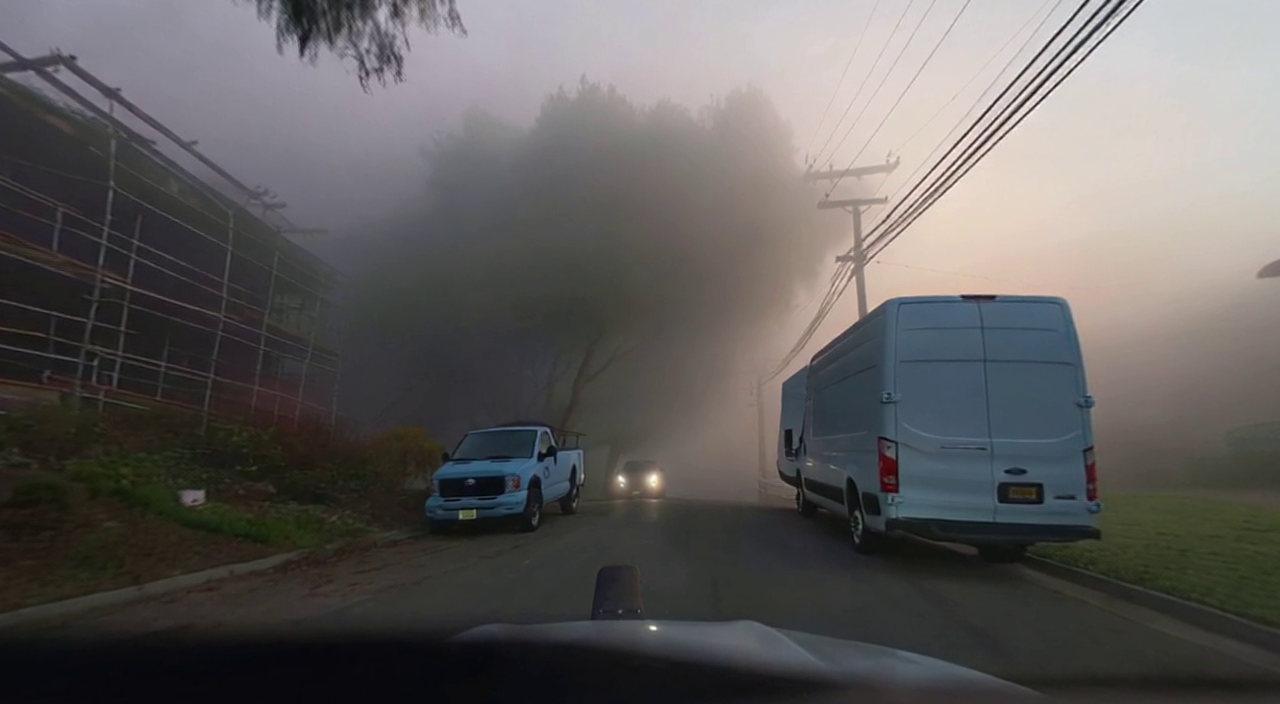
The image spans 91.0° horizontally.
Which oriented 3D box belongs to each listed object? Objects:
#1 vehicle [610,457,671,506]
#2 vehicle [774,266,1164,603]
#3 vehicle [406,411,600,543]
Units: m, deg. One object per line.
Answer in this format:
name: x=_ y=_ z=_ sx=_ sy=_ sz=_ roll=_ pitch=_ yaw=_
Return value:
vehicle: x=0.116 y=5.807 z=28.624 sx=2.257 sy=1.916 sz=5.089 roll=-1 pitch=-9 yaw=6
vehicle: x=4.726 y=1.602 z=12.182 sx=2.915 sy=3.793 sz=9.963 roll=-1 pitch=-8 yaw=5
vehicle: x=-2.320 y=2.181 z=12.179 sx=2.171 sy=1.910 sz=4.789 roll=-3 pitch=-5 yaw=7
